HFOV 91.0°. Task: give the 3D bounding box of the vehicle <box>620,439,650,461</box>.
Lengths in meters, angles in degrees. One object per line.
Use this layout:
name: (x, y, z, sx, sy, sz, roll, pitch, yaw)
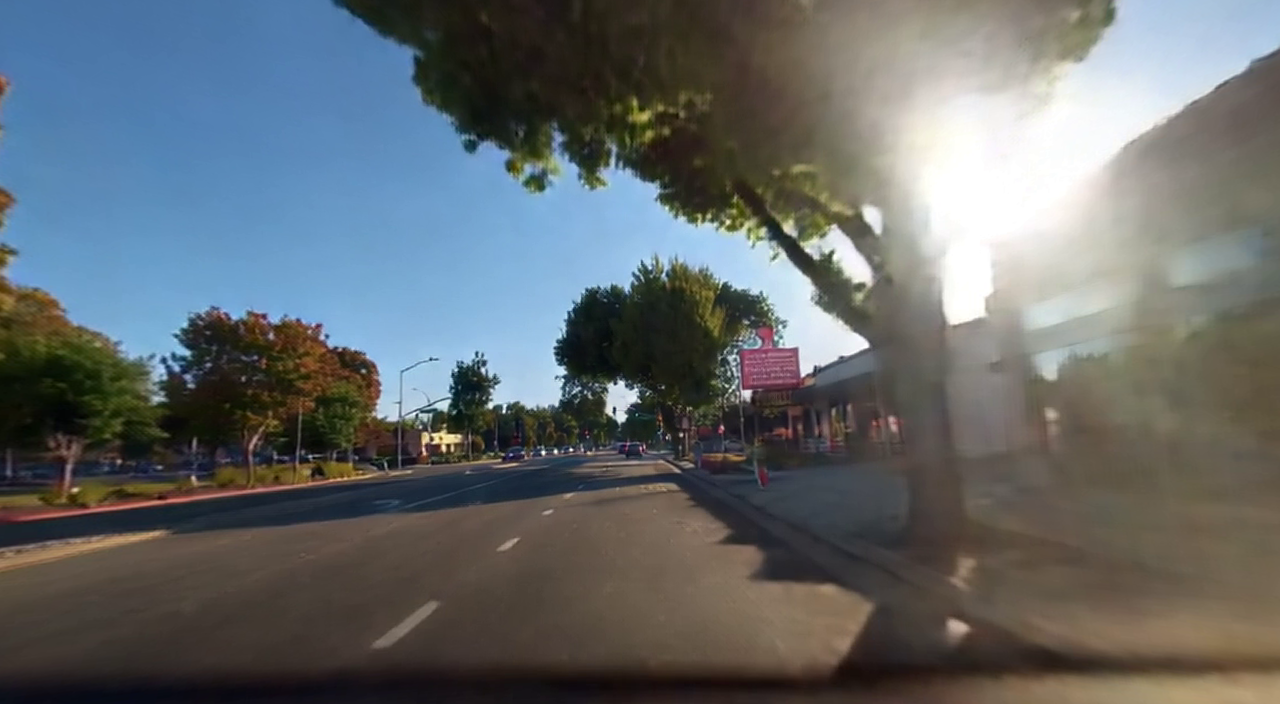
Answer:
vehicle: (-0.361, 7.567, 48.880, 2.191, 1.607, 4.361, 0, -9, 1)
